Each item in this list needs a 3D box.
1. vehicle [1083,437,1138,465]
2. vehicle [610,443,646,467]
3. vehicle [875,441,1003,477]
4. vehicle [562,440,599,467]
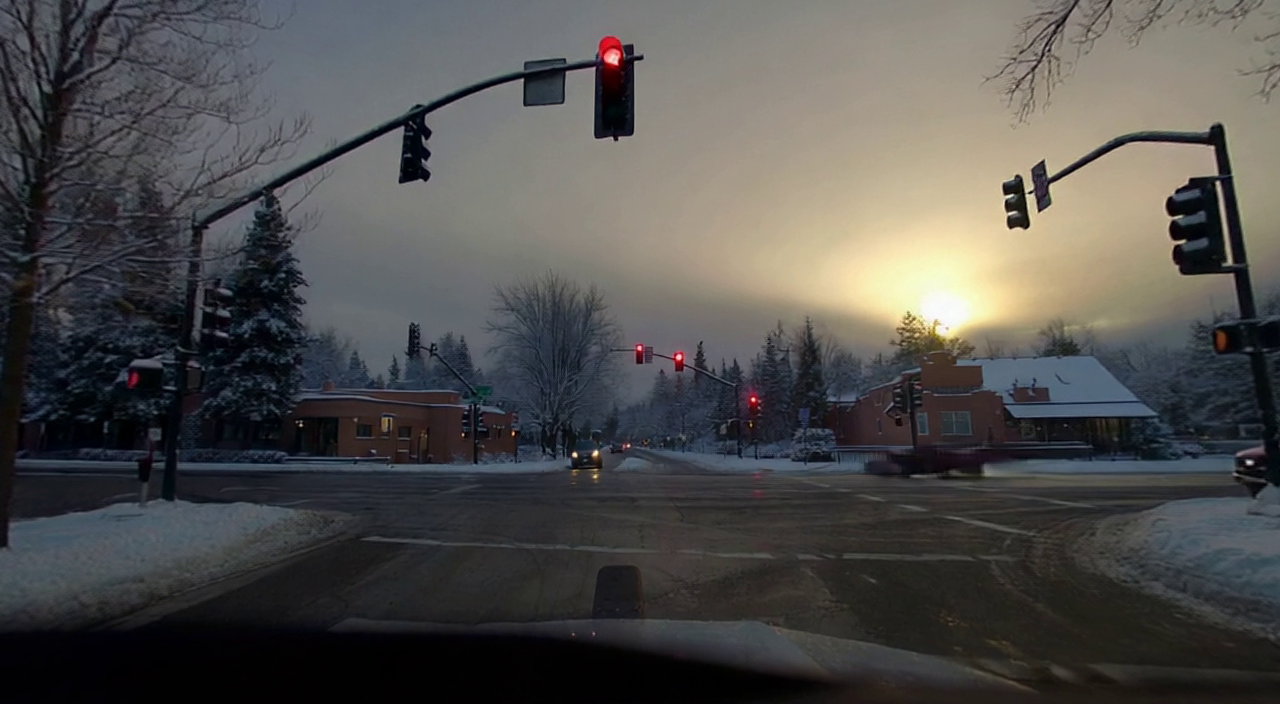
[{"bbox_3d":[26.970,5.658,36.148,2.092,1.474,4.046,-8,-11,41],"label":"vehicle"},{"bbox_3d":[-0.852,6.831,42.006,2.056,1.492,3.937,1,-9,-6],"label":"vehicle"},{"bbox_3d":[12.636,4.552,27.031,4.628,1.414,1.897,-3,-9,17],"label":"vehicle"},{"bbox_3d":[-4.106,7.106,44.320,2.251,1.756,4.610,0,-9,-2],"label":"vehicle"}]
